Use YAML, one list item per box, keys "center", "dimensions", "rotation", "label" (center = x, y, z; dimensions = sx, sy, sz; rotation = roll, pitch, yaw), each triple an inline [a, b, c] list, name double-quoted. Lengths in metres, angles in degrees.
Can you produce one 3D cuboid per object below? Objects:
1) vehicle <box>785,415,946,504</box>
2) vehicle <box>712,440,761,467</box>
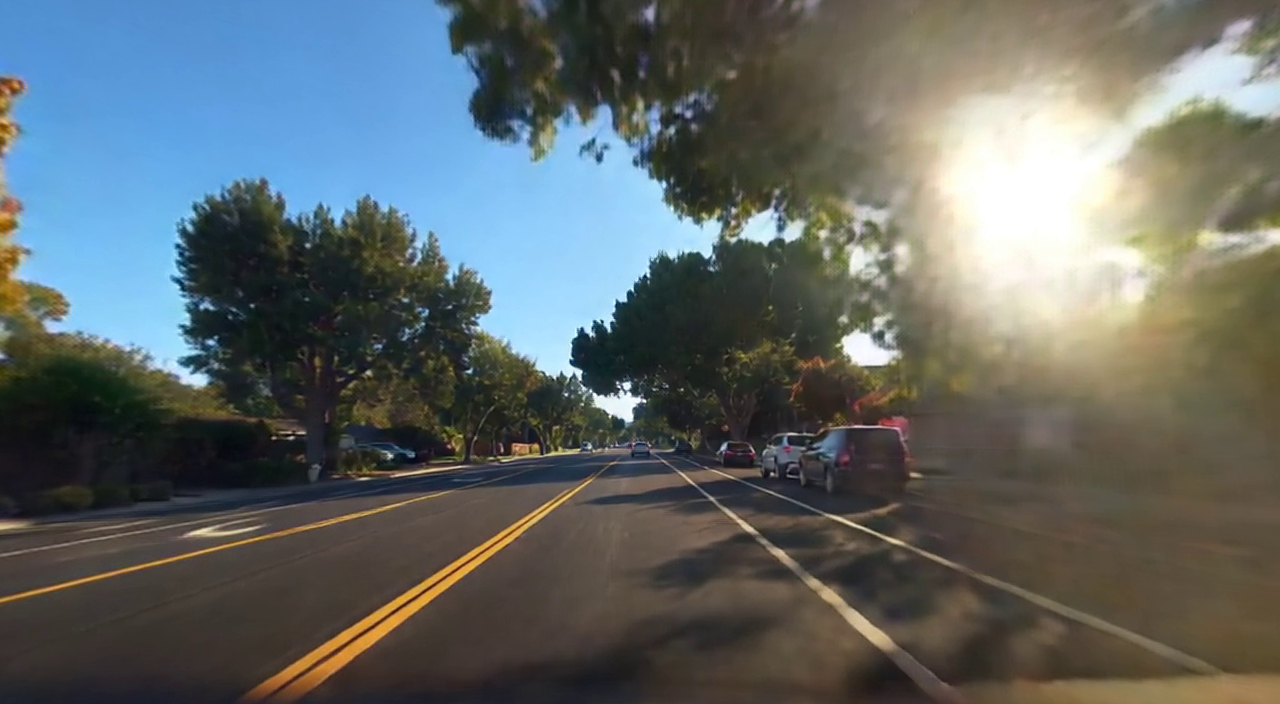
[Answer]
- center: [5.124, 2.534, 15.185]
  dimensions: [2.160, 1.800, 4.646]
  rotation: [0, -8, 1]
  label: "vehicle"
- center: [5.503, 5.812, 36.372]
  dimensions: [1.935, 1.453, 4.488]
  rotation: [0, -8, -2]
  label: "vehicle"
